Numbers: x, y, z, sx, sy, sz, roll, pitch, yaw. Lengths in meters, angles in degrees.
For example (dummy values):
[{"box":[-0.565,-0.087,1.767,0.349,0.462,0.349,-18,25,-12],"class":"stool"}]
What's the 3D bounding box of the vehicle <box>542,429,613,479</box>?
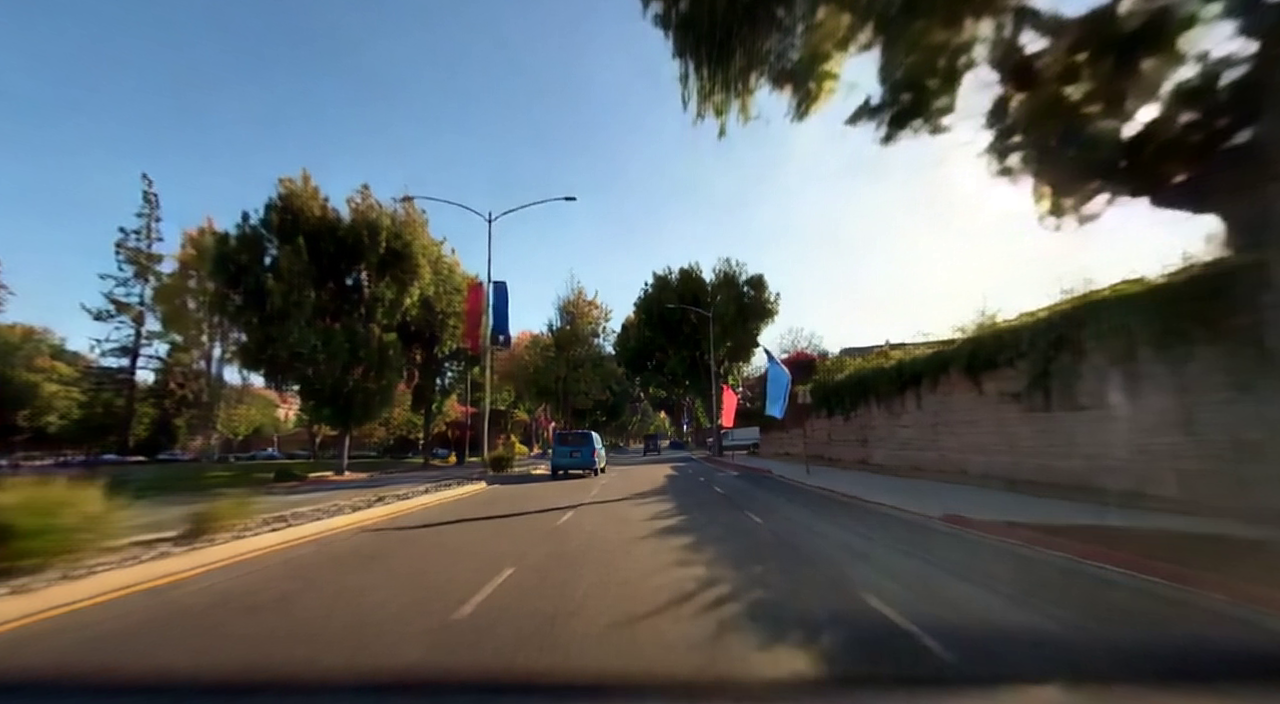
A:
[{"box":[-2.406,4.118,25.675,2.281,1.837,4.845,0,-8,2],"class":"vehicle"}]
